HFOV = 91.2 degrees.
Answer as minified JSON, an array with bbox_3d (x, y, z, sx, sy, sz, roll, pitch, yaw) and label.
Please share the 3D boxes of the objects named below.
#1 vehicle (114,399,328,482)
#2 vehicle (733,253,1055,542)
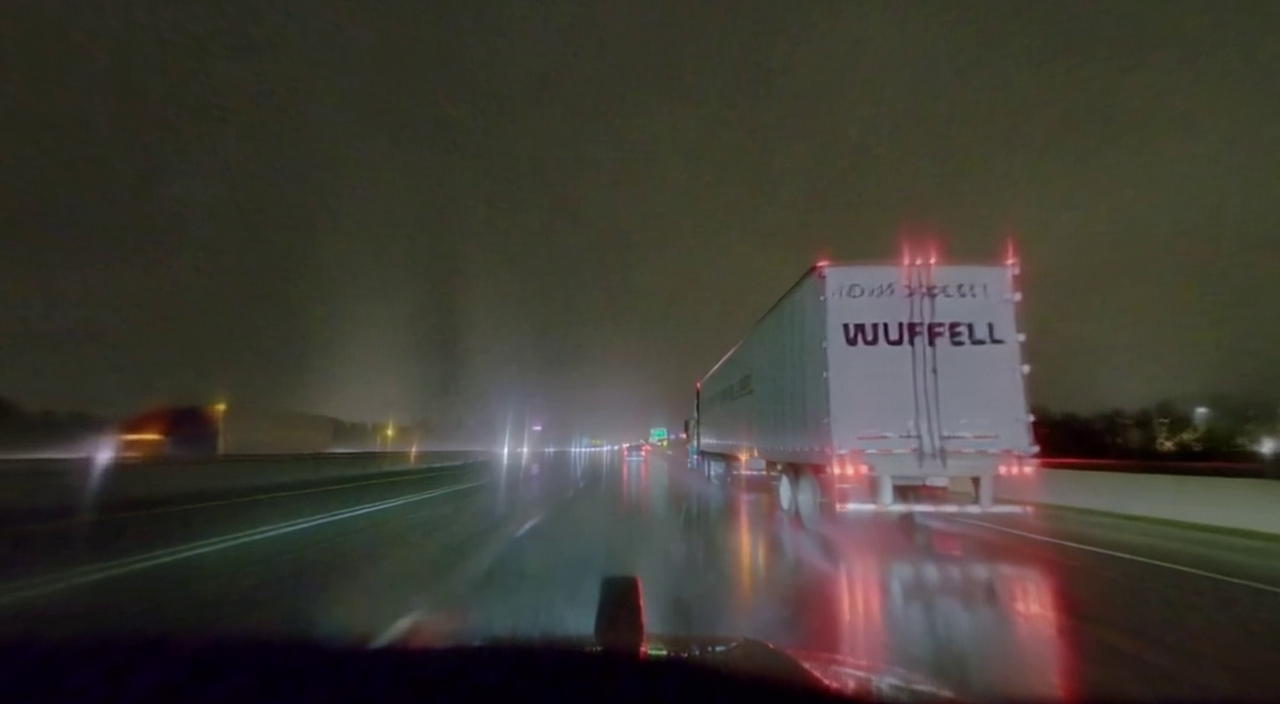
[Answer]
[{"bbox_3d":[-23.200,5.238,36.488,2.901,3.874,13.959,0,-9,0],"label":"vehicle"},{"bbox_3d":[4.097,1.227,12.970,2.869,4.013,8.610,0,-9,-1],"label":"vehicle"}]
